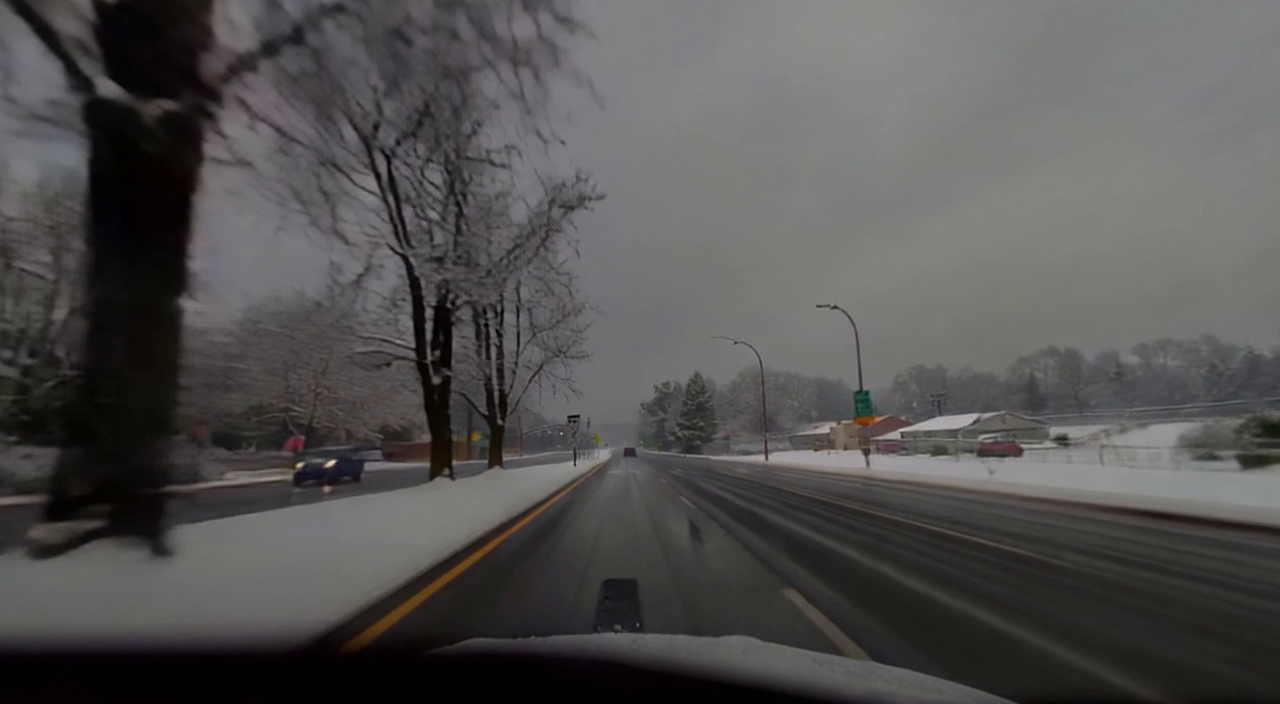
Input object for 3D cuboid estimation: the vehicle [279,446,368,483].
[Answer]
[{"bbox_3d":[-15.874,5.672,32.021,2.022,1.738,4.668,0,-9,1],"label":"vehicle"}]
